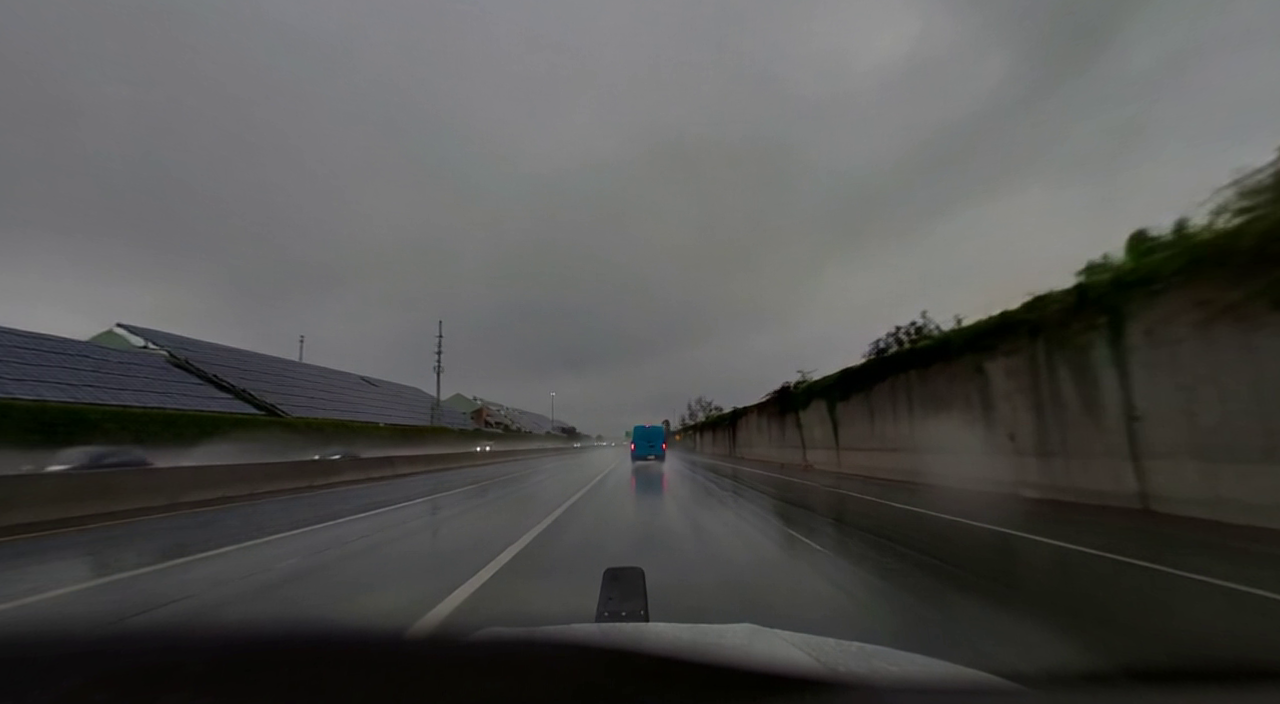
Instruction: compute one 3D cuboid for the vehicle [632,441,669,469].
[{"bbox_3d":[0.573,5.725,35.239,1.997,1.484,3.409,0,-8,0],"label":"vehicle"}]
